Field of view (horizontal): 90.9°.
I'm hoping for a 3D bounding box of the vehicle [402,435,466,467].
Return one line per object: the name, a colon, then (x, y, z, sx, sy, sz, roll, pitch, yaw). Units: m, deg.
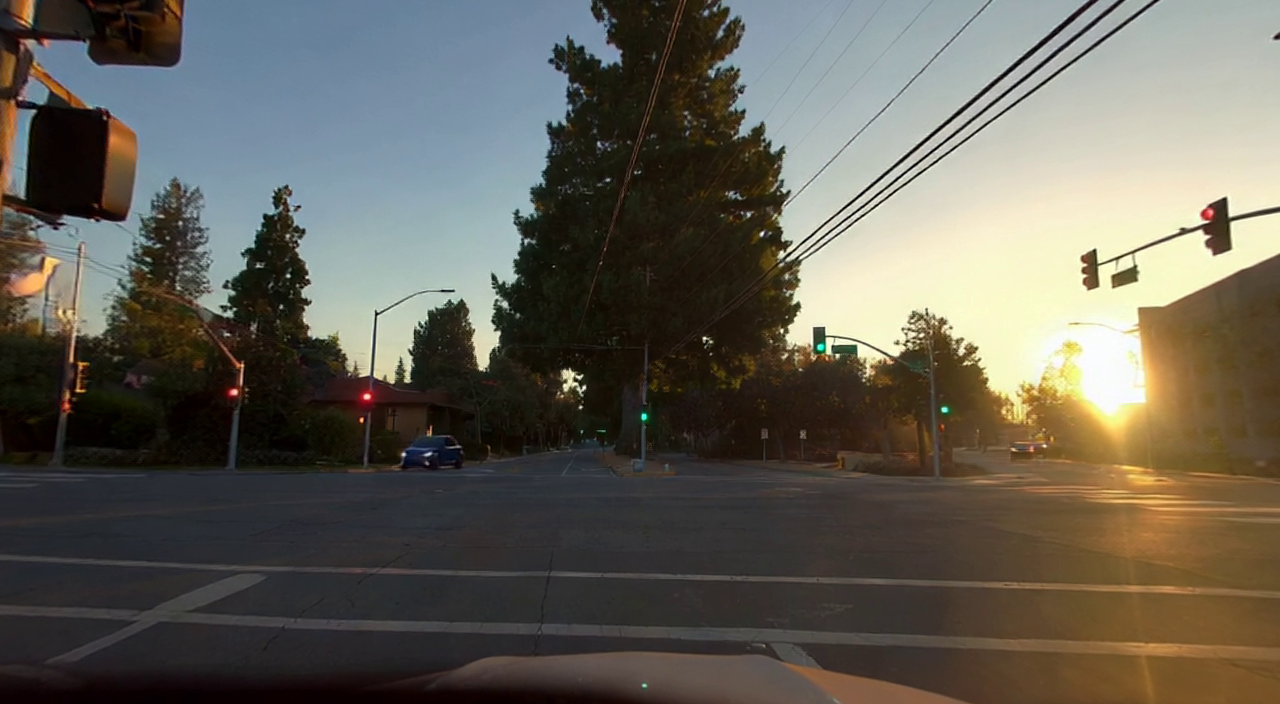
vehicle: (-12.650, 6.122, 39.030, 2.238, 1.827, 5.007, 0, -8, 0)
